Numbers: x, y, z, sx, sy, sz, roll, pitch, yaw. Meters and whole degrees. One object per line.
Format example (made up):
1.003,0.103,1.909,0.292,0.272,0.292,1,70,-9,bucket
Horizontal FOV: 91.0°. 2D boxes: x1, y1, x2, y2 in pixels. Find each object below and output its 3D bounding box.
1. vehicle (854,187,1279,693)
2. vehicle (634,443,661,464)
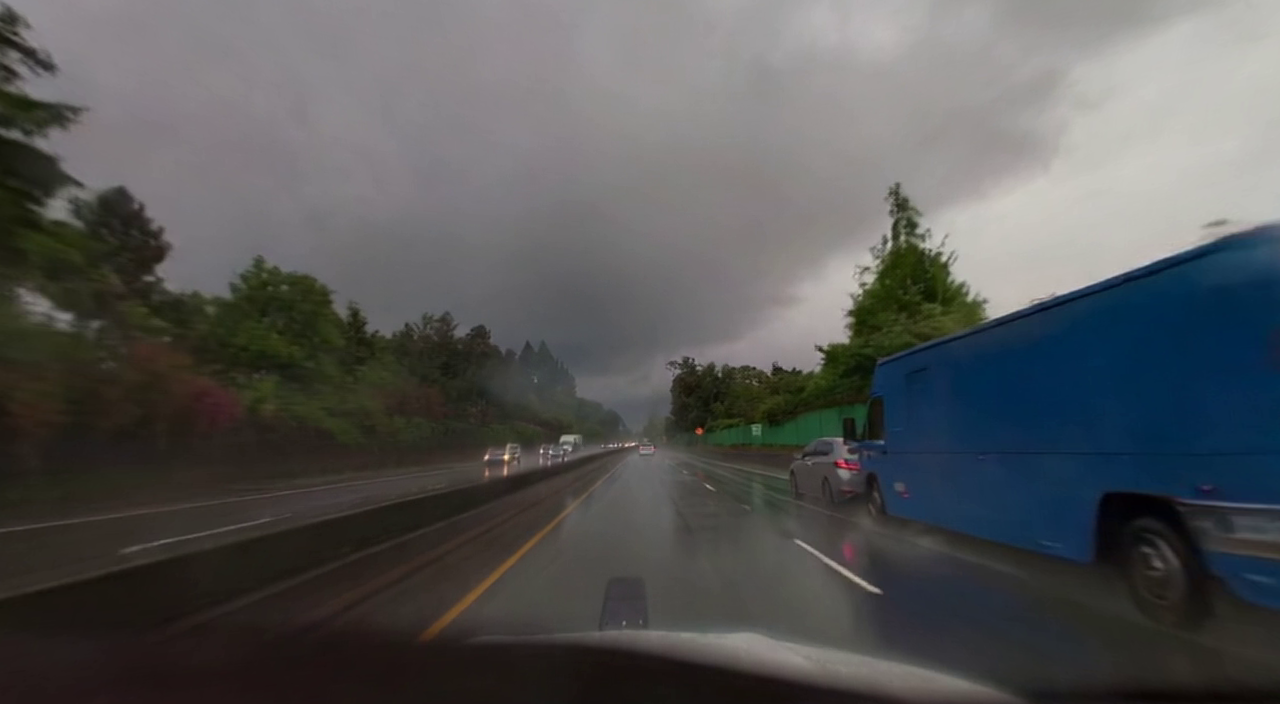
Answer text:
4.732,0.881,6.178,2.712,2.659,6.992,0,-8,0,vehicle
0.530,7.911,49.391,2.030,1.572,4.067,0,-8,0,vehicle
